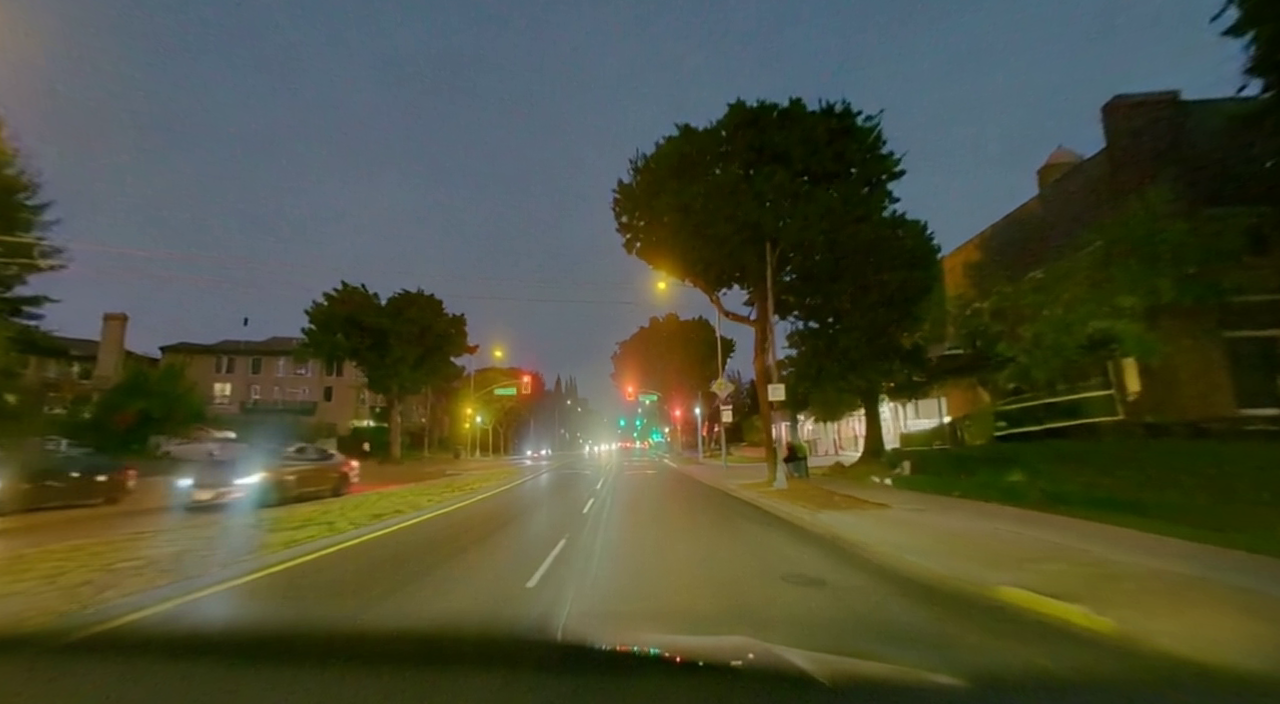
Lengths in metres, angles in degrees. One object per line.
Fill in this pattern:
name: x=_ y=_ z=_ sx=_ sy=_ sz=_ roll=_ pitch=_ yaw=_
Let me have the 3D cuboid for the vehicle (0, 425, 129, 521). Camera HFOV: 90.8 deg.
vehicle: x=-12.558 y=2.252 z=11.870 sx=2.046 sy=1.716 sz=4.423 roll=-1 pitch=-8 yaw=2

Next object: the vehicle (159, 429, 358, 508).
vehicle: x=-9.224 y=2.825 z=15.866 sx=2.052 sy=1.676 sz=4.463 roll=-1 pitch=-8 yaw=3

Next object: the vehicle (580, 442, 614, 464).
vehicle: x=-3.103 y=7.390 z=46.478 sx=2.122 sy=1.469 sz=4.388 roll=0 pitch=-8 yaw=0
